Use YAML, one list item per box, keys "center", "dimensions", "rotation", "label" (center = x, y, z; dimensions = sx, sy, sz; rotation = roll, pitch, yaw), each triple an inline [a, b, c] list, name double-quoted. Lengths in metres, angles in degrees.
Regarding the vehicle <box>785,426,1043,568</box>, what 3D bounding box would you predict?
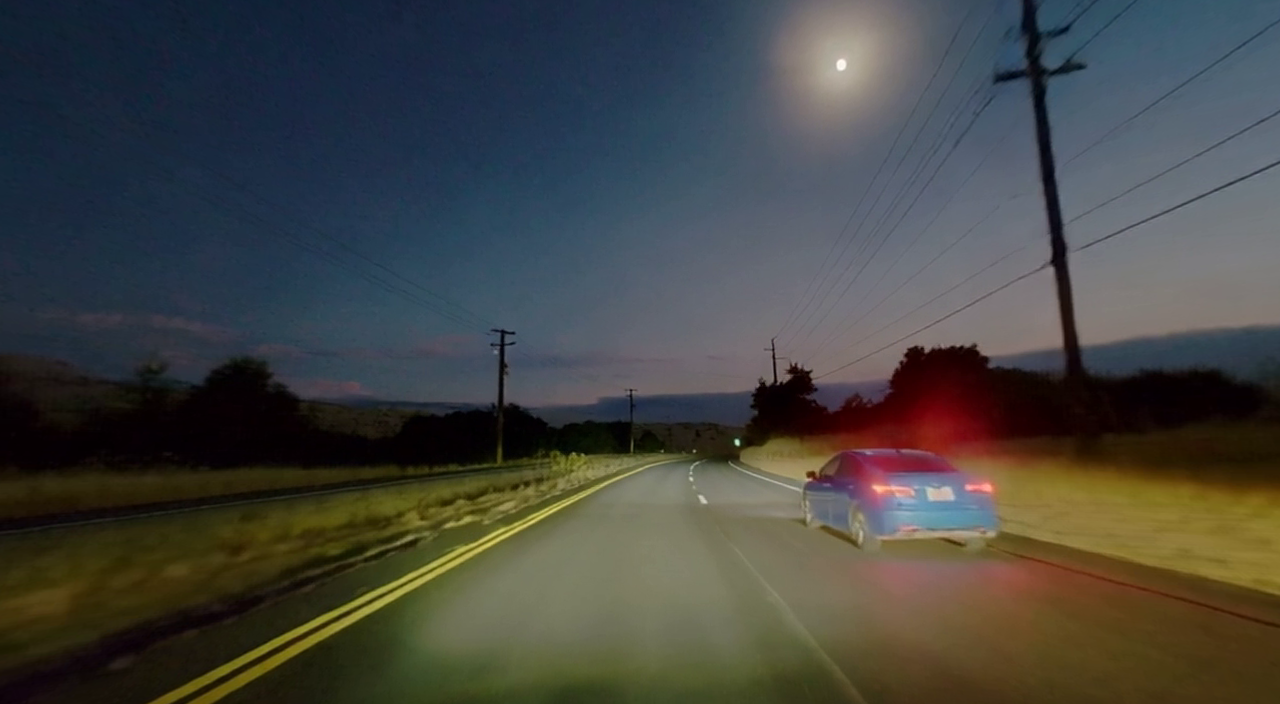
- center: [3.819, 2.088, 9.827]
  dimensions: [2.135, 1.692, 4.185]
  rotation: [0, -9, 0]
  label: "vehicle"
